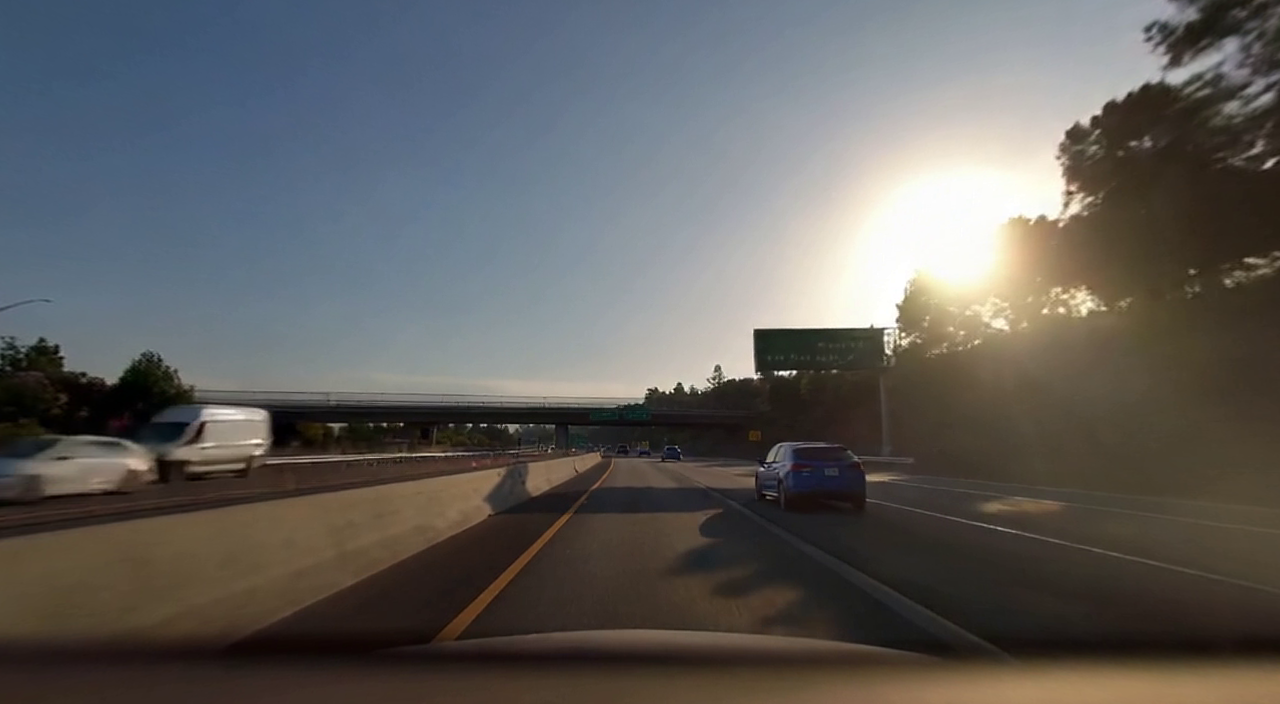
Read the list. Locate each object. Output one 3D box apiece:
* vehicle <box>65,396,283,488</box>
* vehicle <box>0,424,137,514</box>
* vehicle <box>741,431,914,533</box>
[{"bbox_3d":[-16.363,3.308,22.873,2.475,2.795,7.128,0,-9,-1],"label":"vehicle"},{"bbox_3d":[-12.365,2.255,12.203,1.859,1.584,3.912,0,-9,0],"label":"vehicle"},{"bbox_3d":[3.384,2.436,12.340,2.002,1.604,4.265,0,-9,-1],"label":"vehicle"}]
